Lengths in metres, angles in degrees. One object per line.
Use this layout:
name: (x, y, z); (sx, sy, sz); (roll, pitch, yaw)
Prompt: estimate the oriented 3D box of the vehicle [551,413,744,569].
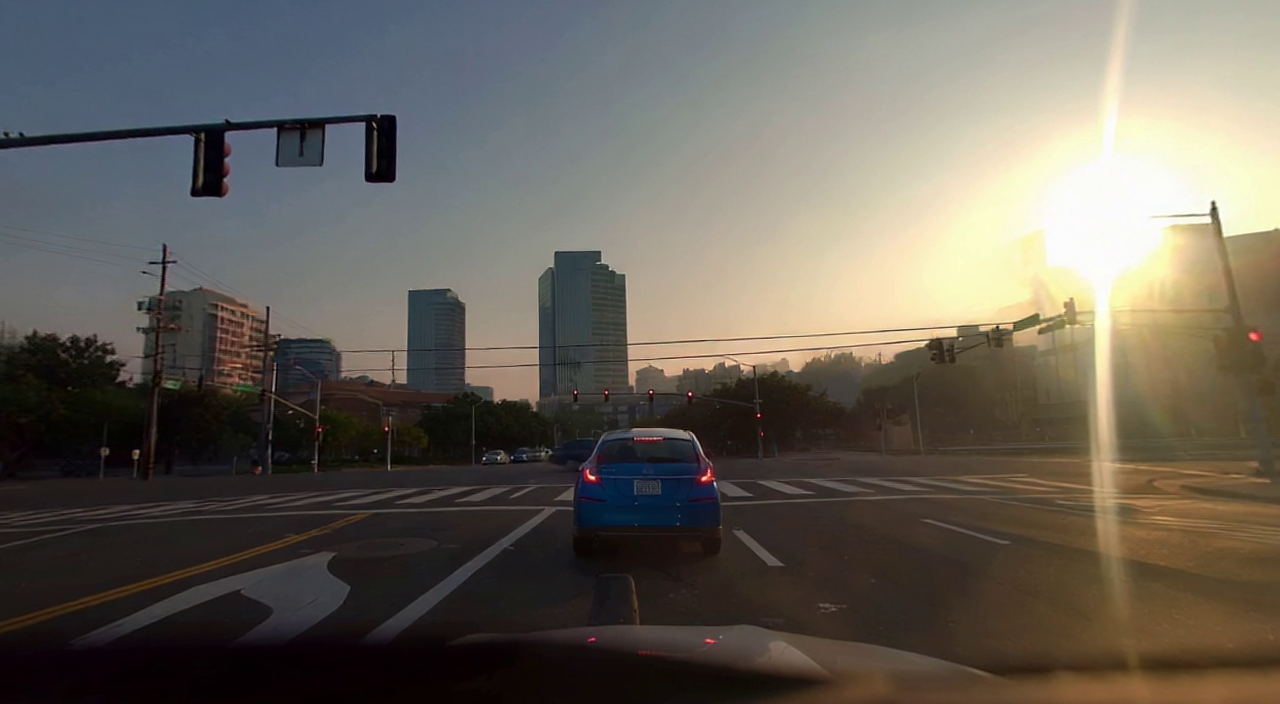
vehicle: (0.038, 1.758, 8.712); (2.027, 1.626, 3.942); (0, -8, -1)
